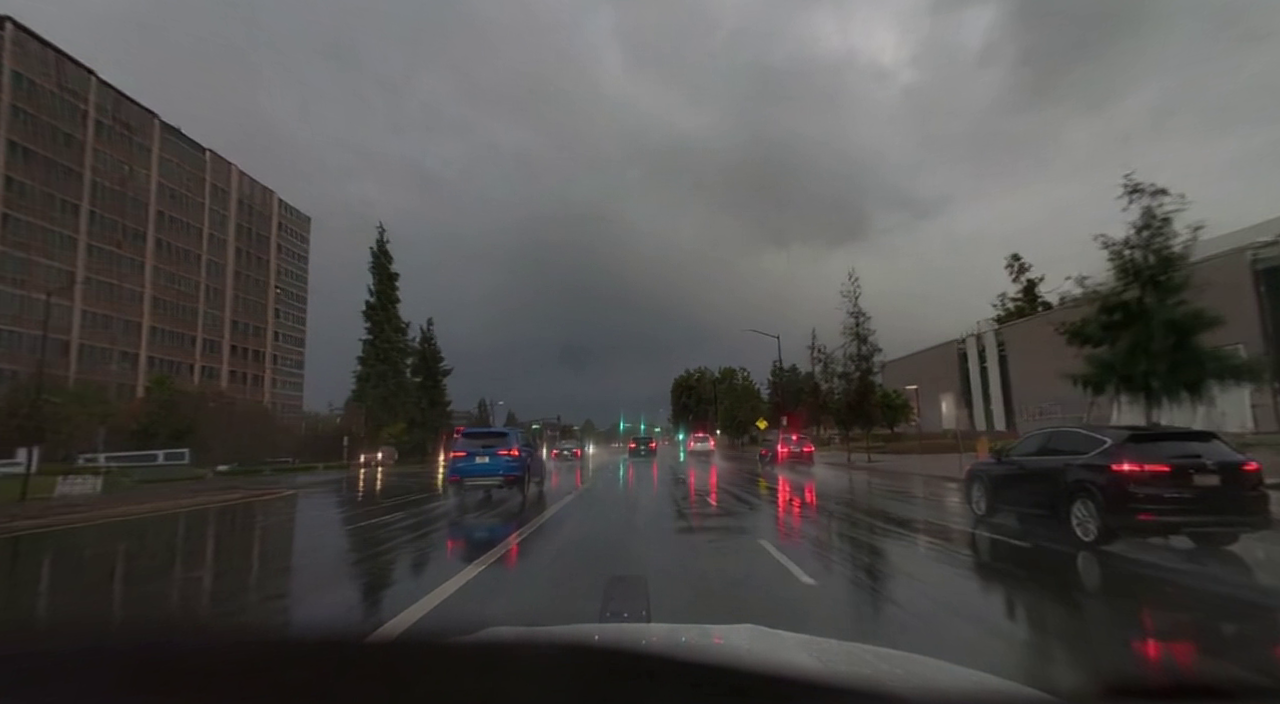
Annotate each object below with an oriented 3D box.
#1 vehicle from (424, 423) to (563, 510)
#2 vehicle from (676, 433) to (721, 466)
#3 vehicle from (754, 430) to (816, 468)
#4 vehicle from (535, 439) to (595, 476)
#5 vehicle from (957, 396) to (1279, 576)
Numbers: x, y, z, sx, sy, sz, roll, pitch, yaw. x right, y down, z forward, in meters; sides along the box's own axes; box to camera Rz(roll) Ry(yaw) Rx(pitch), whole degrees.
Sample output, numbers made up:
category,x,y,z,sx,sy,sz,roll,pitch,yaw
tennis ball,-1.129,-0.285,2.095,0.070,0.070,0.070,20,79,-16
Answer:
category,x,y,z,sx,sy,sz,roll,pitch,yaw
vehicle,-3.213,2.631,14.898,2.141,1.719,4.379,0,-9,1
vehicle,3.418,5.823,37.635,2.178,1.804,4.766,0,-8,0
vehicle,7.383,5.010,32.505,2.076,1.793,4.464,0,-9,0
vehicle,-3.261,4.672,28.120,2.036,1.465,4.301,-1,-9,2
vehicle,6.281,1.578,8.177,2.088,1.666,4.512,-1,-9,2
